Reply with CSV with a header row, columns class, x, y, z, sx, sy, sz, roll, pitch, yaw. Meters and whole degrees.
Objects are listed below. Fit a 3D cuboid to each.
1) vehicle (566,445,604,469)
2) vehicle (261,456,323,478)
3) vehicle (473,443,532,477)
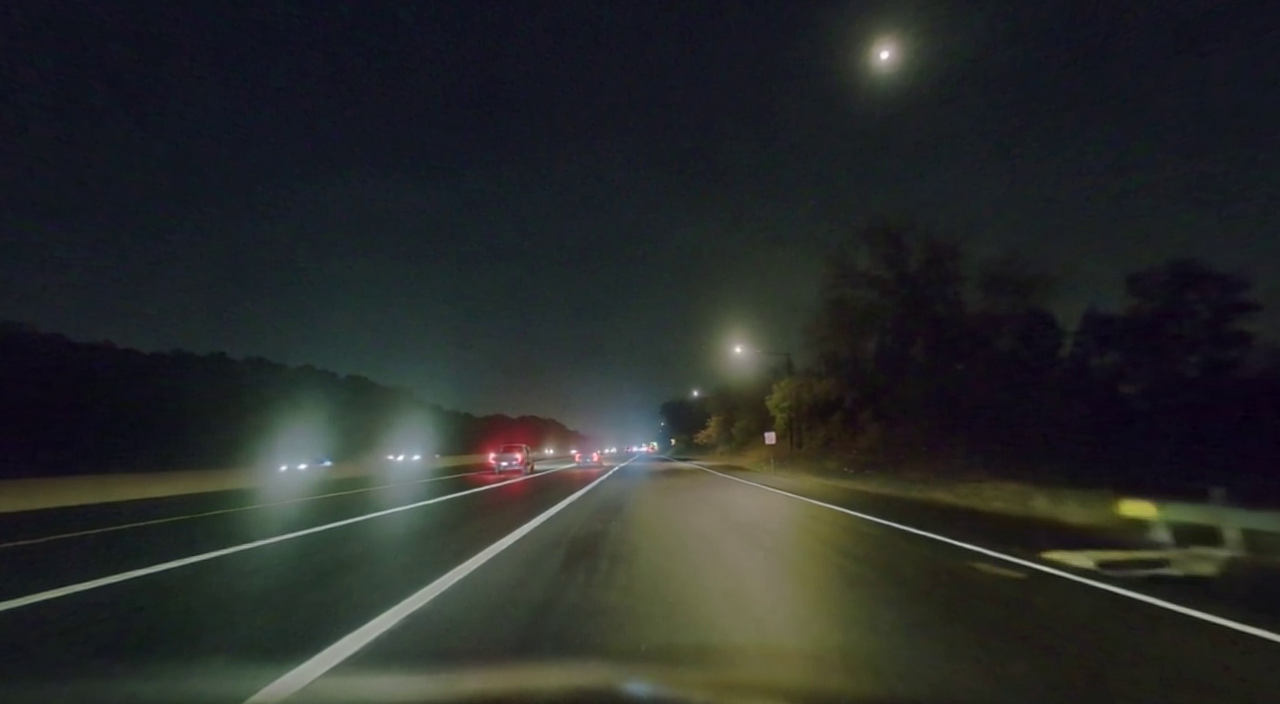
class,x,y,z,sx,sy,sz,roll,pitch,yaw
vehicle,-3.725,7.208,43.415,2.184,1.554,4.350,0,-8,1
vehicle,-24.127,7.952,43.862,1.699,1.396,4.229,0,-8,2
vehicle,-7.187,5.654,33.363,2.075,1.646,4.405,0,-8,1
